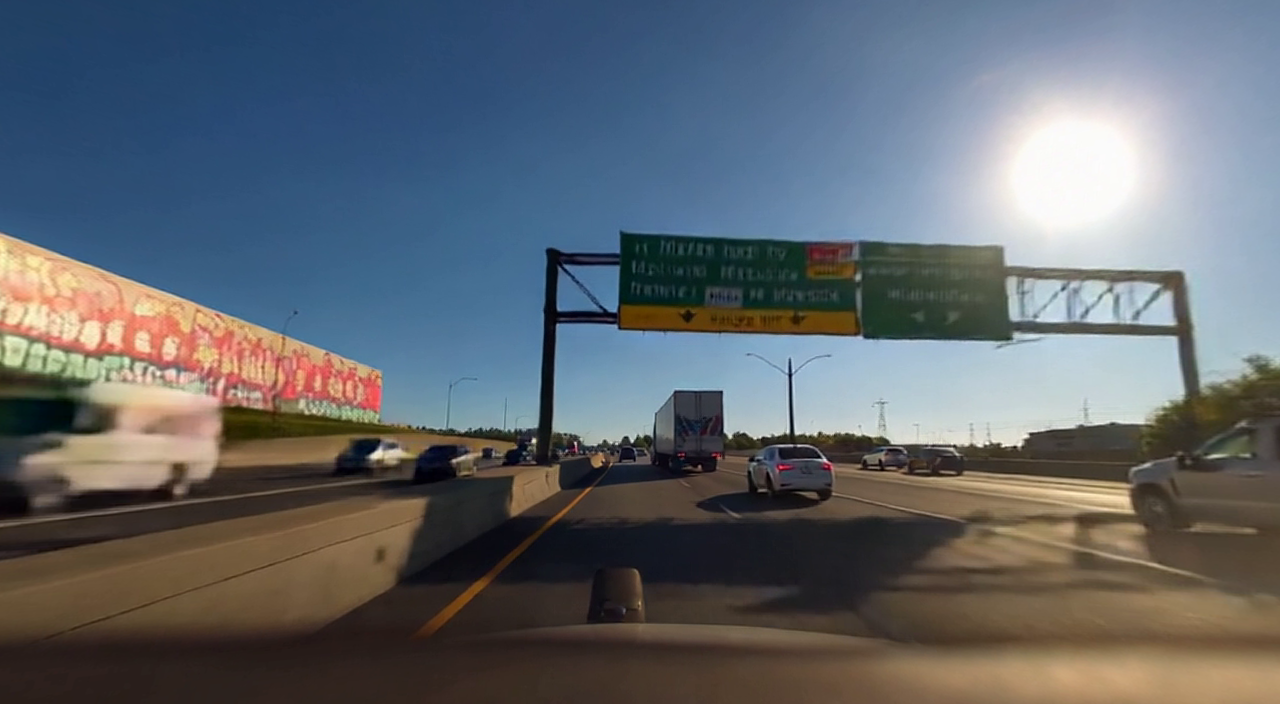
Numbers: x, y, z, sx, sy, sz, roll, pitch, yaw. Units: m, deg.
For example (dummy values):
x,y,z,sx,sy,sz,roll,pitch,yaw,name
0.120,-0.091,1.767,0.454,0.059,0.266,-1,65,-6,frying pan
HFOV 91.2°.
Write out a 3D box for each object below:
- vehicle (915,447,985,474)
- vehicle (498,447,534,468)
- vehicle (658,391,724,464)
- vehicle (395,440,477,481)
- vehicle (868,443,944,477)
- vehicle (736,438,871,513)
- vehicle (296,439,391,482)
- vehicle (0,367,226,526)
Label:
x,y,z,sx,sy,sz,roll,pitch,yaw,name
18.258,6.402,37.197,1.811,1.499,4.472,0,-9,-1,vehicle
-9.294,7.924,47.200,1.874,1.494,4.394,0,-9,-1,vehicle
3.317,5.914,46.699,3.317,4.314,17.803,0,-9,0,vehicle
-8.600,4.601,26.854,2.040,1.571,4.457,0,-9,-1,vehicle
14.131,5.744,33.546,2.107,1.648,4.324,0,-9,-1,vehicle
3.876,3.011,15.790,2.085,1.588,4.436,0,-9,-2,vehicle
-12.833,4.718,27.451,1.945,1.708,4.530,0,-9,0,vehicle
-12.240,2.070,13.613,2.334,2.718,6.105,0,-9,-1,vehicle
